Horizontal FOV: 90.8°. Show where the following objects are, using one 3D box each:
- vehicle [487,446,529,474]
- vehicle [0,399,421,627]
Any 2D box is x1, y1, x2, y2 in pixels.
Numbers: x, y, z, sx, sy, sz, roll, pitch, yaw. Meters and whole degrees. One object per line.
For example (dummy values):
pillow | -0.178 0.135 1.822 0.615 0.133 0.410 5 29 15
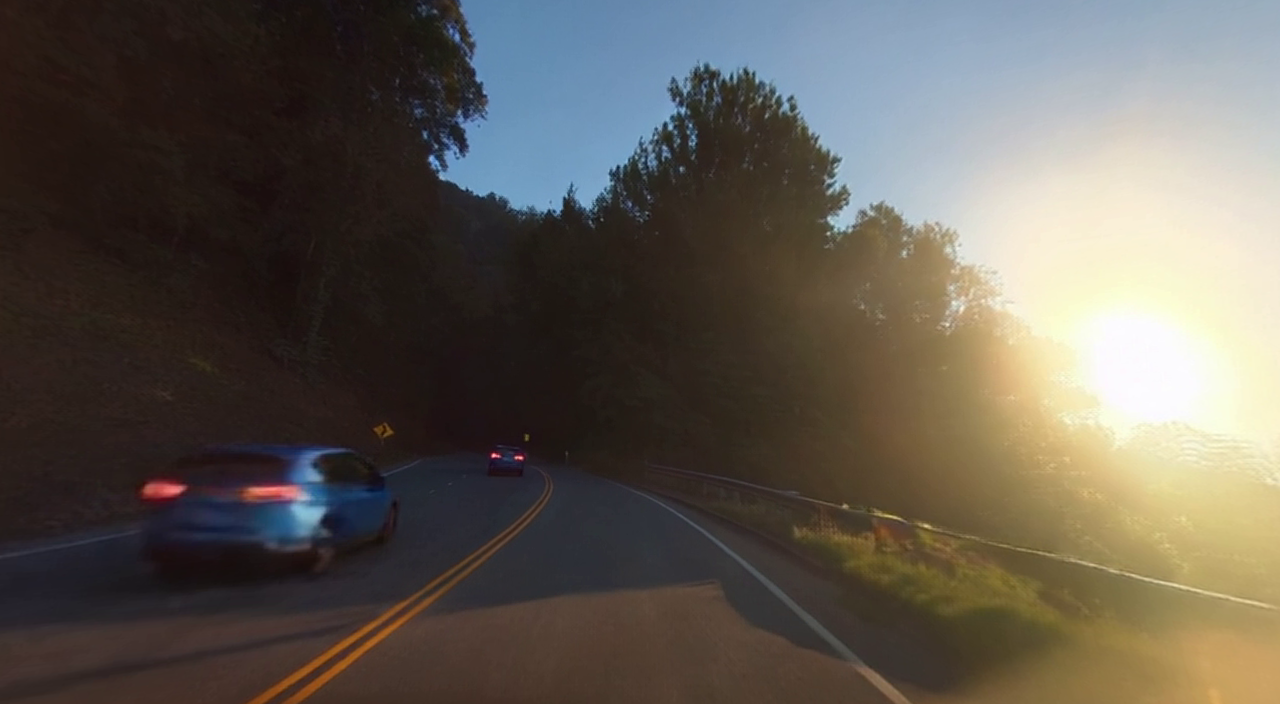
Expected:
vehicle | -7.488 6.170 36.265 2.042 1.483 4.288 1 -9 -7
vehicle | -4.559 1.696 7.782 2.104 1.851 4.992 0 -9 -2
